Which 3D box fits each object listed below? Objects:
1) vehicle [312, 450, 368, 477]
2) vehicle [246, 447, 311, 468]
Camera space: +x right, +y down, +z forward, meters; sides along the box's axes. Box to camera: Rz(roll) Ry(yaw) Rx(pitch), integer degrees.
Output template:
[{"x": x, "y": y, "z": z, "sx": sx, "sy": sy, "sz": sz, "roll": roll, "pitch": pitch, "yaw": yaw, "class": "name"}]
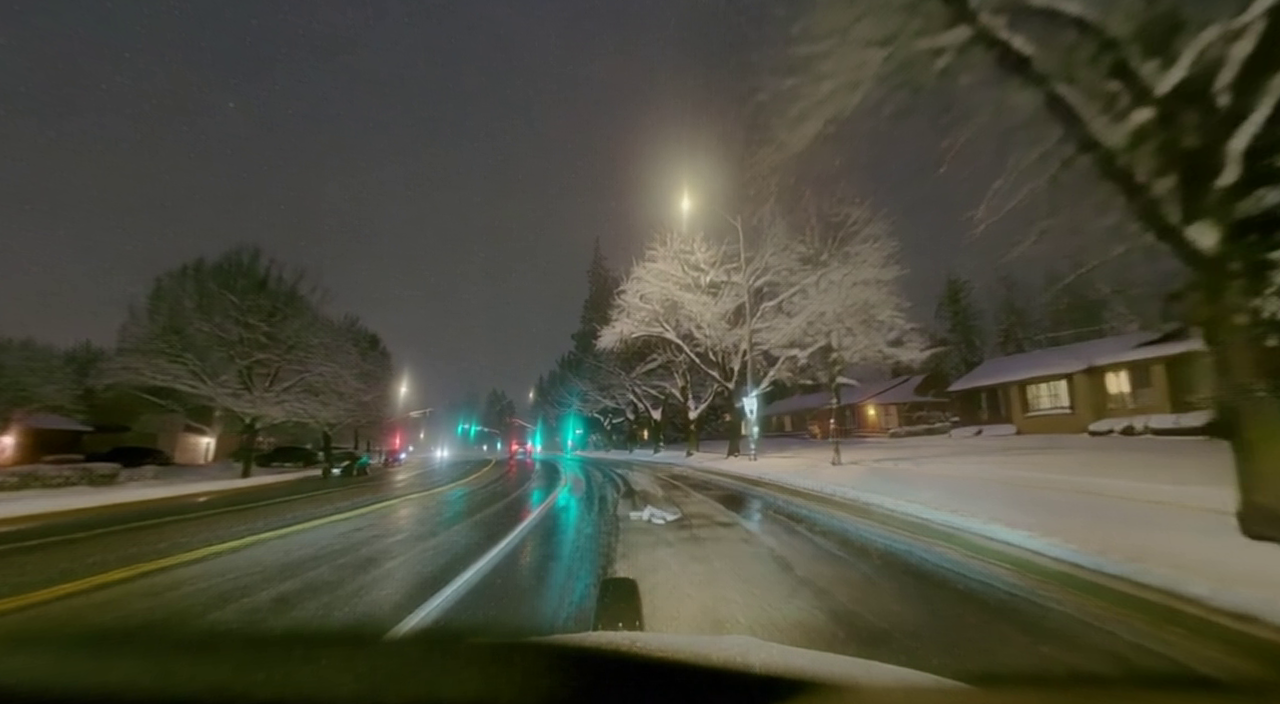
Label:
[{"x": -18.062, "y": 6.707, "z": 38.276, "sx": 1.911, "sy": 1.436, "sz": 4.554, "roll": 1, "pitch": -8, "yaw": -11, "class": "vehicle"}, {"x": -28.160, "y": 8.235, "z": 49.306, "sx": 4.024, "sy": 1.515, "sz": 1.857, "roll": 2, "pitch": -8, "yaw": -16, "class": "vehicle"}]
